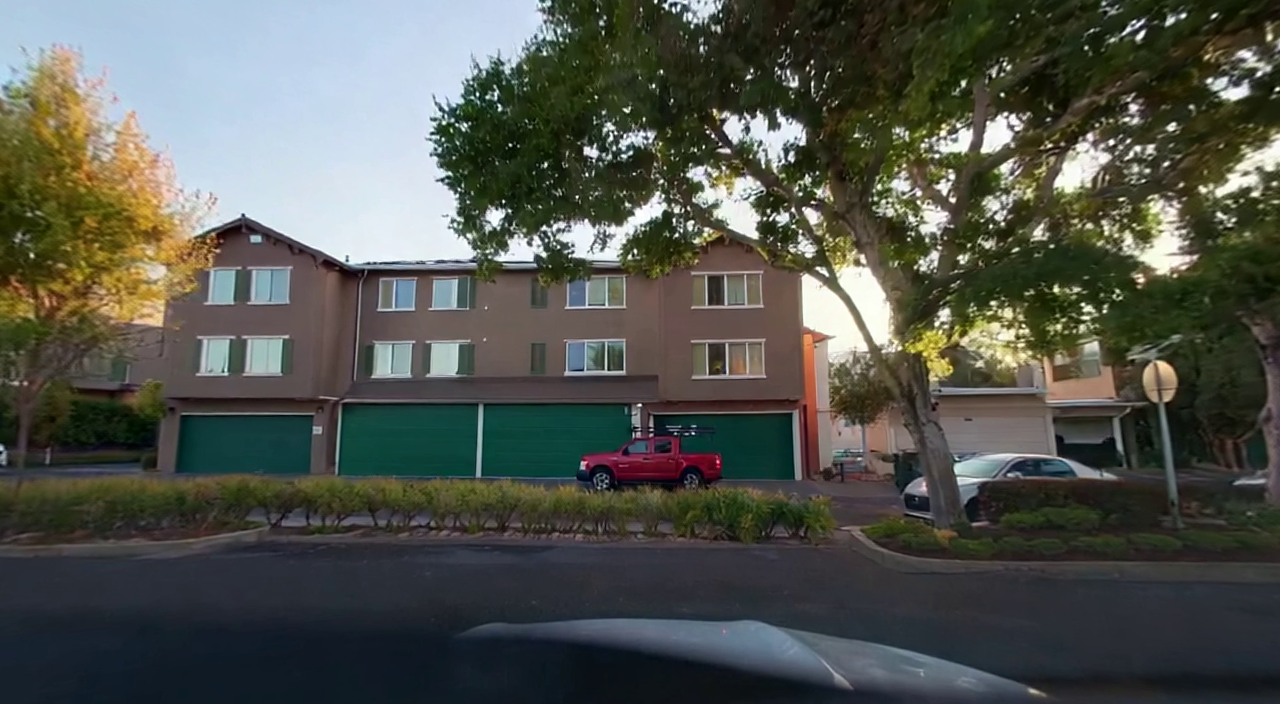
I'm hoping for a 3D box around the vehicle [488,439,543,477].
[{"bbox_3d":[-5.908,5.026,30.255,1.869,1.460,3.826,-3,-6,-1],"label":"vehicle"}]

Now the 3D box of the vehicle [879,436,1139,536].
[{"bbox_3d":[7.307,2.606,12.777,4.074,1.617,2.112,1,-4,-9],"label":"vehicle"}]

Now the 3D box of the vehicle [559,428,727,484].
[{"bbox_3d":[0.071,3.617,22.161,5.600,1.835,2.161,0,-8,-2],"label":"vehicle"}]
